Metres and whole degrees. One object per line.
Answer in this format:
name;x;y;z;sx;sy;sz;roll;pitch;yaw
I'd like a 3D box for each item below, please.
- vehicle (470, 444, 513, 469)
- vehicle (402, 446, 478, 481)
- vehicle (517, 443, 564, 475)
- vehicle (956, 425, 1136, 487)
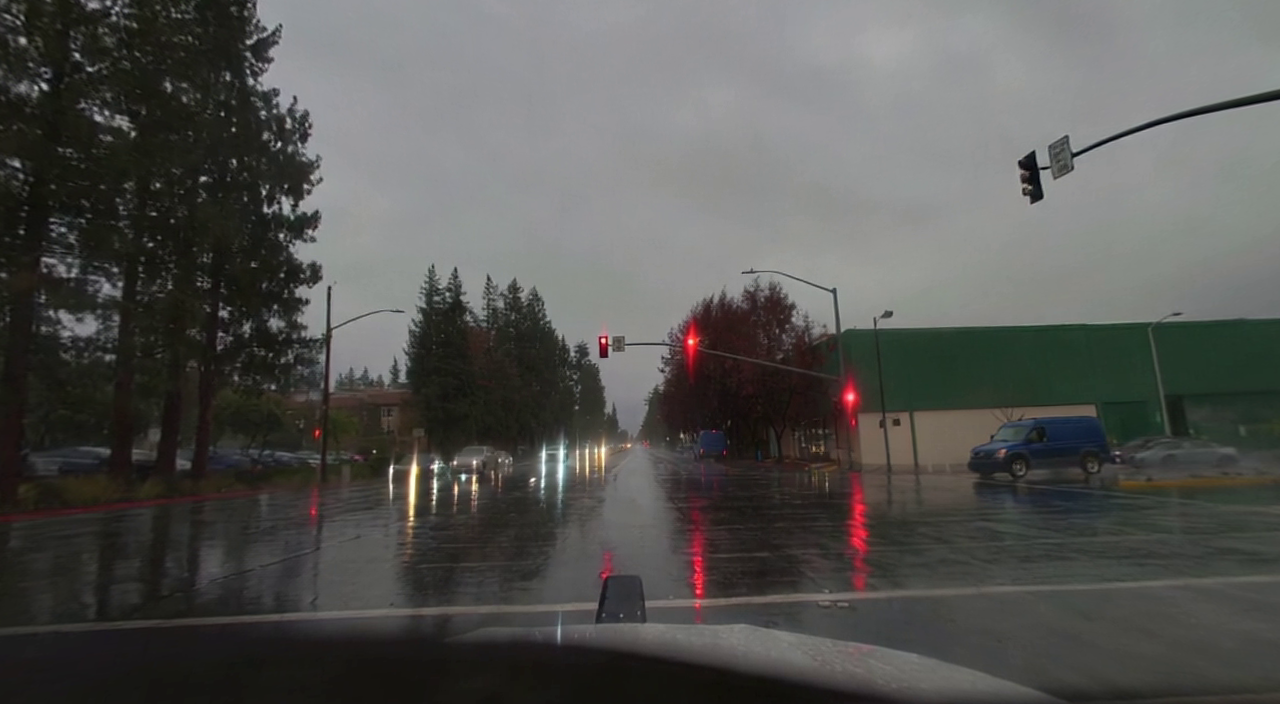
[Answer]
vehicle;-9.014;6.373;38.767;1.779;1.460;4.463;0;-9;-3
vehicle;-9.003;5.032;28.873;2.024;1.460;4.381;0;-9;0
vehicle;-4.792;5.190;30.923;1.846;1.416;4.228;0;-9;-4
vehicle;14.856;3.753;23.135;5.910;2.046;2.228;3;-9;-19
